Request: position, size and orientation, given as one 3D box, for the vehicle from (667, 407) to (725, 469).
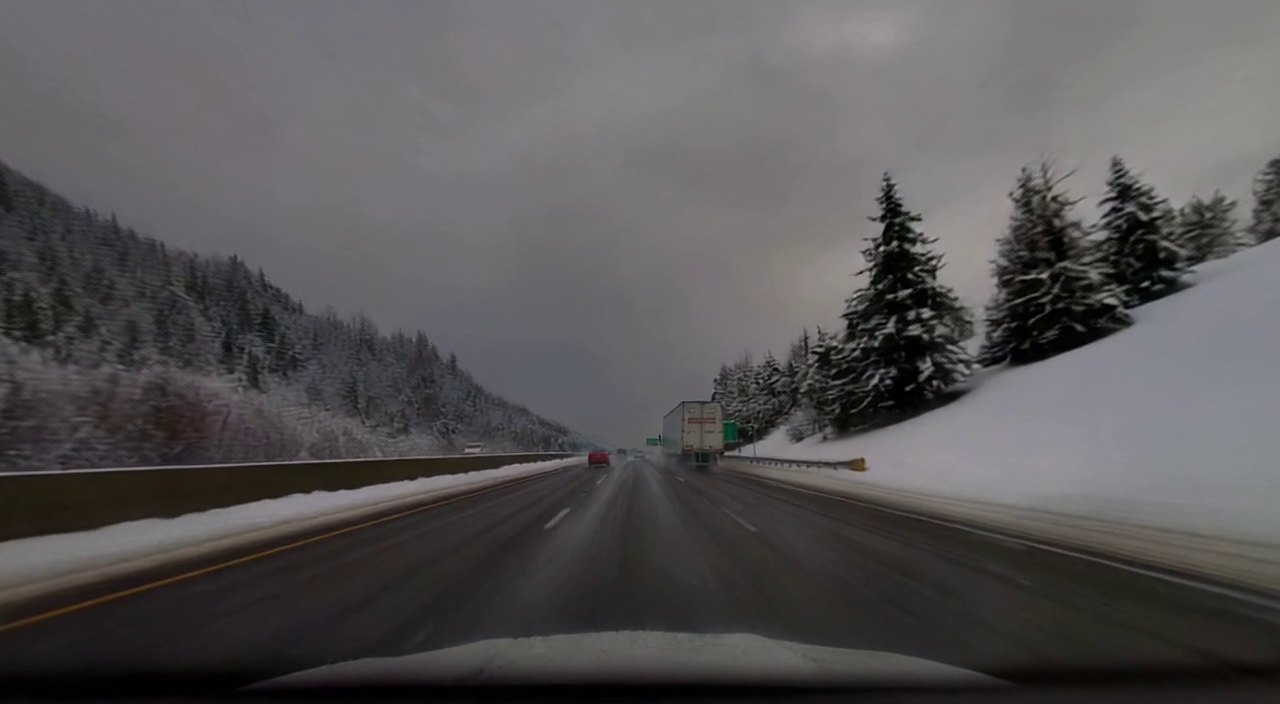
[{"bbox_3d":[3.913,6.573,47.458,2.906,4.011,13.159,0,-9,-1],"label":"vehicle"}]
